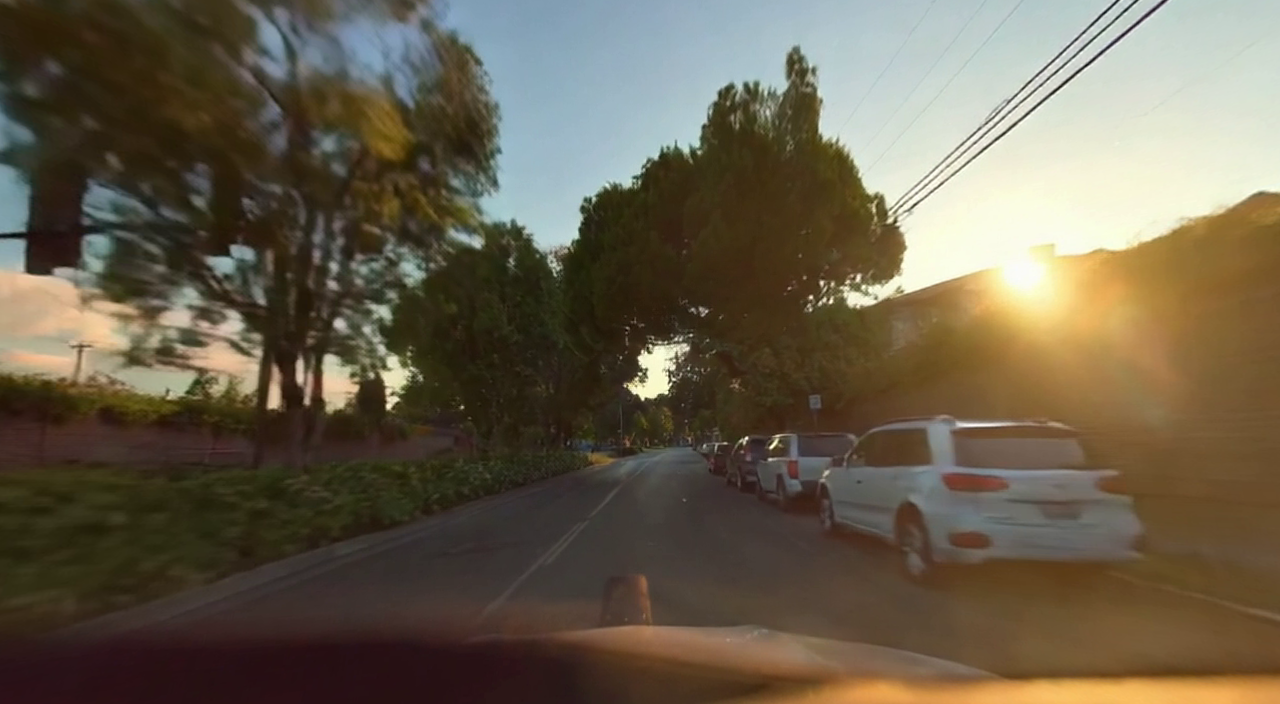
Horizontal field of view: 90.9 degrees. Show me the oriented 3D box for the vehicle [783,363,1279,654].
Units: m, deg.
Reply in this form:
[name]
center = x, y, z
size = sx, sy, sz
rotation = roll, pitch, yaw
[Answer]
[vehicle]
center = 3.599, 1.539, 7.518
size = 2.518, 1.943, 6.415
rotation = 0, -9, 2
